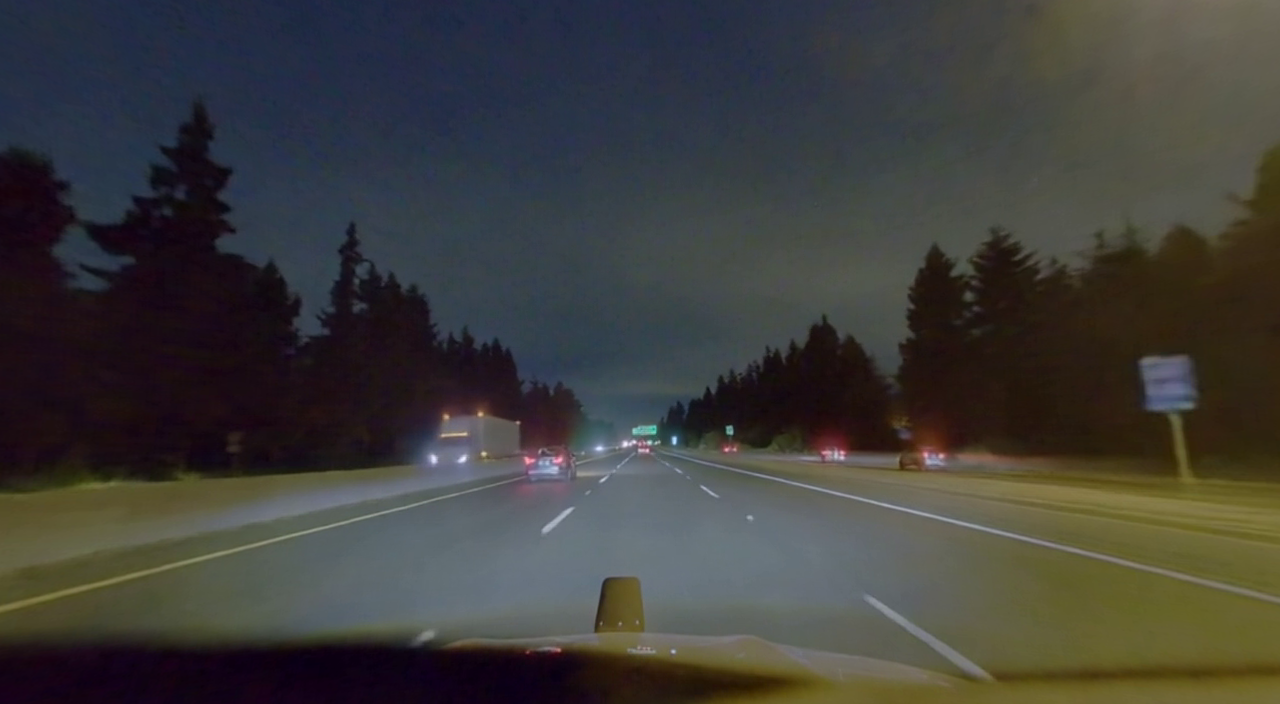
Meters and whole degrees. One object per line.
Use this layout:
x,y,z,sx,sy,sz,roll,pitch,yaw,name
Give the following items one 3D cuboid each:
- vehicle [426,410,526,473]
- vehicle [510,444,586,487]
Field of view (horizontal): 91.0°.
-10.567,6.131,42.619,3.090,3.520,13.662,-1,-9,0,vehicle
-3.438,4.342,24.439,2.162,1.493,4.583,-1,-9,1,vehicle
